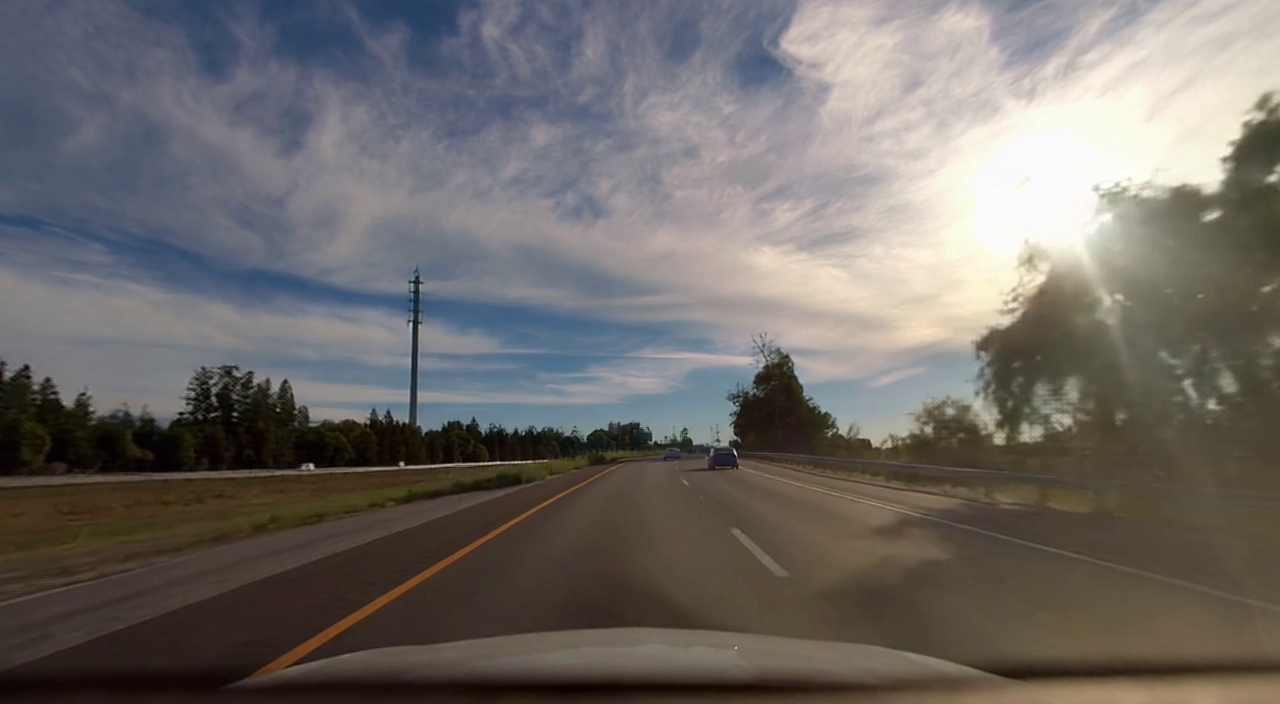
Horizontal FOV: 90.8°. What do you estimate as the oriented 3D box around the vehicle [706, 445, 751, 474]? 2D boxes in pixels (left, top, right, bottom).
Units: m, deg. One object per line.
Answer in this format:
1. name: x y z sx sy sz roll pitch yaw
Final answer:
1. vehicle: 5.007 6.132 36.177 2.030 1.526 4.165 0 -9 1
